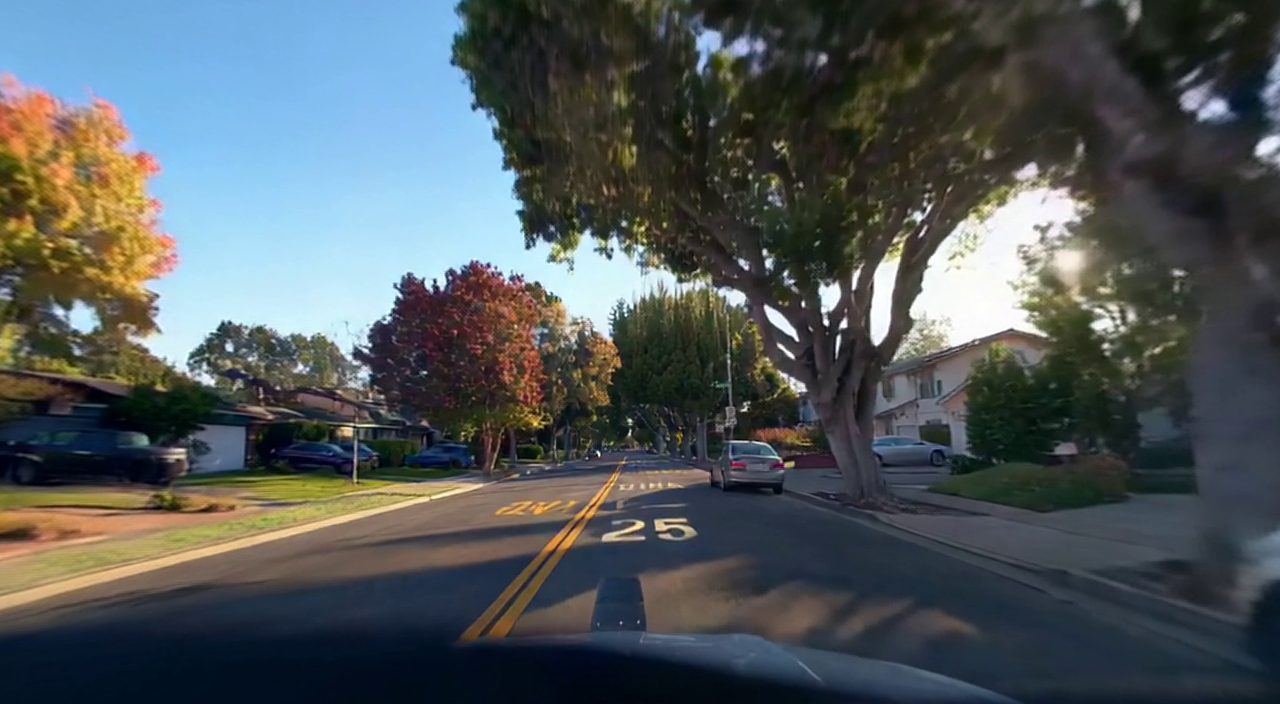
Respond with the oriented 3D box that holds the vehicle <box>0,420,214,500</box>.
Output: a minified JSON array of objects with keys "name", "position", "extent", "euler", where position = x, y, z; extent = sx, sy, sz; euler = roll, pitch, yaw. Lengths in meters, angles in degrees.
[{"name":"vehicle","position":[-14.405,2.942,17.541],"extent":[1.933,1.837,4.670],"euler":[-2,-8,-1]}]

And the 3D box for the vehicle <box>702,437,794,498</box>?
[{"name":"vehicle","position":[3.148,3.470,19.448],"extent":[1.988,1.618,4.567],"euler":[0,-8,-1]}]

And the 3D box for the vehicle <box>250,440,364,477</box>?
[{"name":"vehicle","position":[-16.135,5.182,30.806],"extent":[4.331,1.738,2.067],"euler":[0,-9,1]}]

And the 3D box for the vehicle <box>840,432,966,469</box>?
[{"name":"vehicle","position":[11.284,4.278,27.375],"extent":[4.472,1.481,2.143],"euler":[-1,-8,0]}]

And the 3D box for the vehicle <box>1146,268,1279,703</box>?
[{"name":"vehicle","position":[3.109,0.316,0.355],"extent":[2.007,1.702,4.430],"euler":[-1,-8,1]}]
